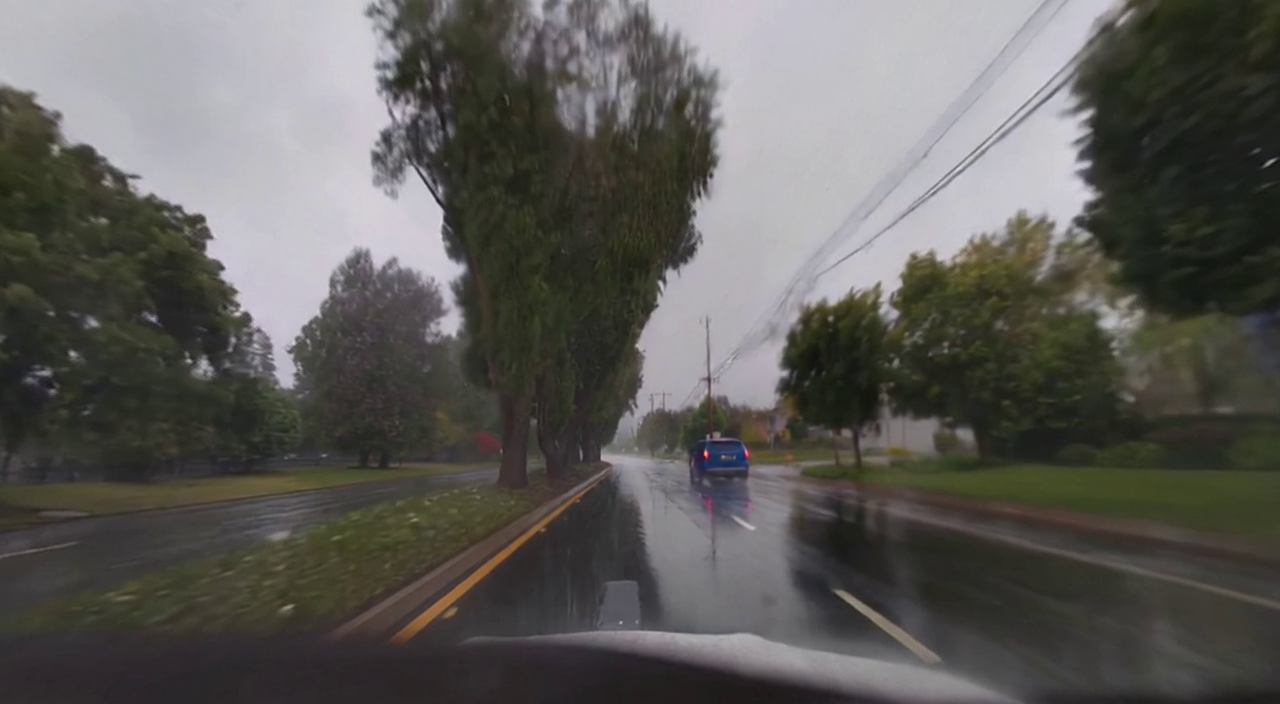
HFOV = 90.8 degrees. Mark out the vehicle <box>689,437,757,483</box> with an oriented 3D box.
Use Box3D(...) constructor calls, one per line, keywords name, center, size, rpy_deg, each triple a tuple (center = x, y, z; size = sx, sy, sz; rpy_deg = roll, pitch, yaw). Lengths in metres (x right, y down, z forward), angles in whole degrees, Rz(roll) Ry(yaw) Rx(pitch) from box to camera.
Box3D(name="vehicle", center=(3.479, 4.663, 27.596), size=(2.193, 1.777, 4.772), rpy_deg=(0, -8, -2))
